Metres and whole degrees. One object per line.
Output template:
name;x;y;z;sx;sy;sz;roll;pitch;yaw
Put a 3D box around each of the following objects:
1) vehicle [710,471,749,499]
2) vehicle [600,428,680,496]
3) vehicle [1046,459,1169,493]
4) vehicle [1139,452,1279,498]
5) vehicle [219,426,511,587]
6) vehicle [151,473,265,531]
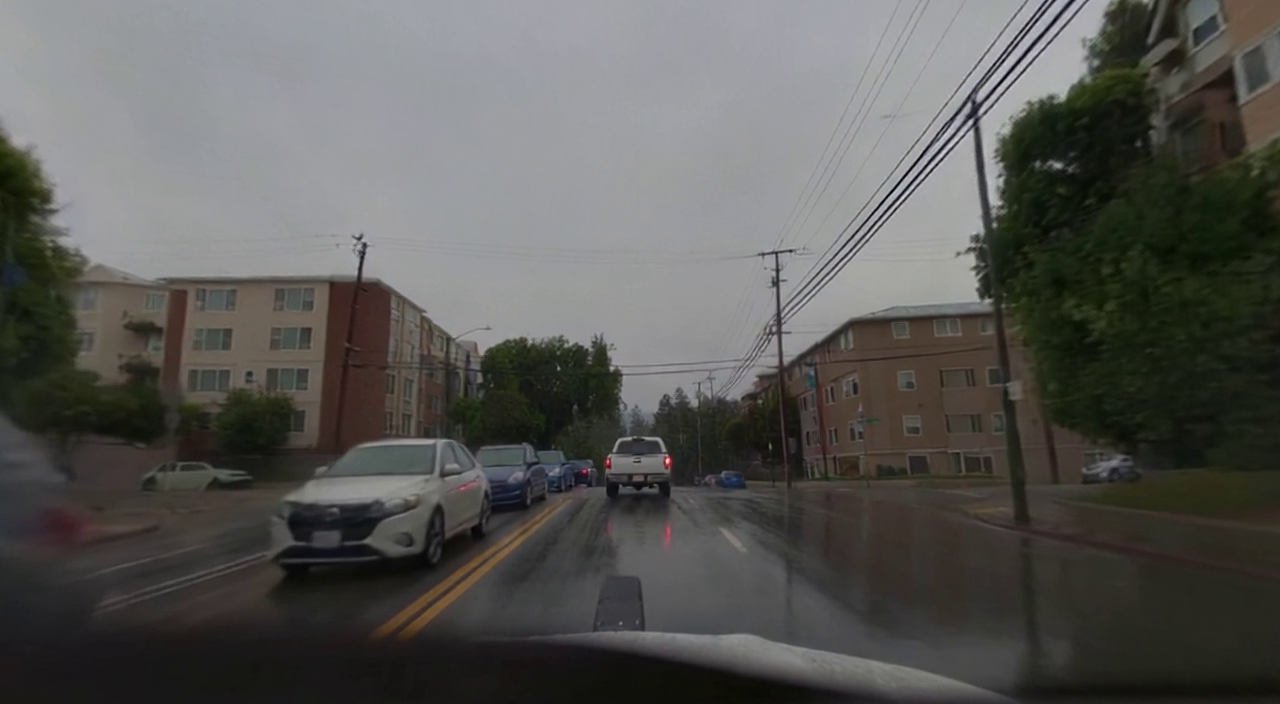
vehicle;6.133;9.180;43.831;2.023;1.611;4.614;0;-9;0
vehicle;0.037;3.590;20.734;2.308;1.940;4.125;-1;-10;1
vehicle;21.918;5.791;29.721;4.262;1.474;1.929;0;-9;-2
vehicle;19.658;4.106;21.156;4.205;1.381;1.872;-1;-11;0
vehicle;-3.033;1.773;8.076;1.893;1.518;4.024;0;-9;0
vehicle;-20.962;7.233;30.748;3.957;1.902;2.121;-10;-7;0
